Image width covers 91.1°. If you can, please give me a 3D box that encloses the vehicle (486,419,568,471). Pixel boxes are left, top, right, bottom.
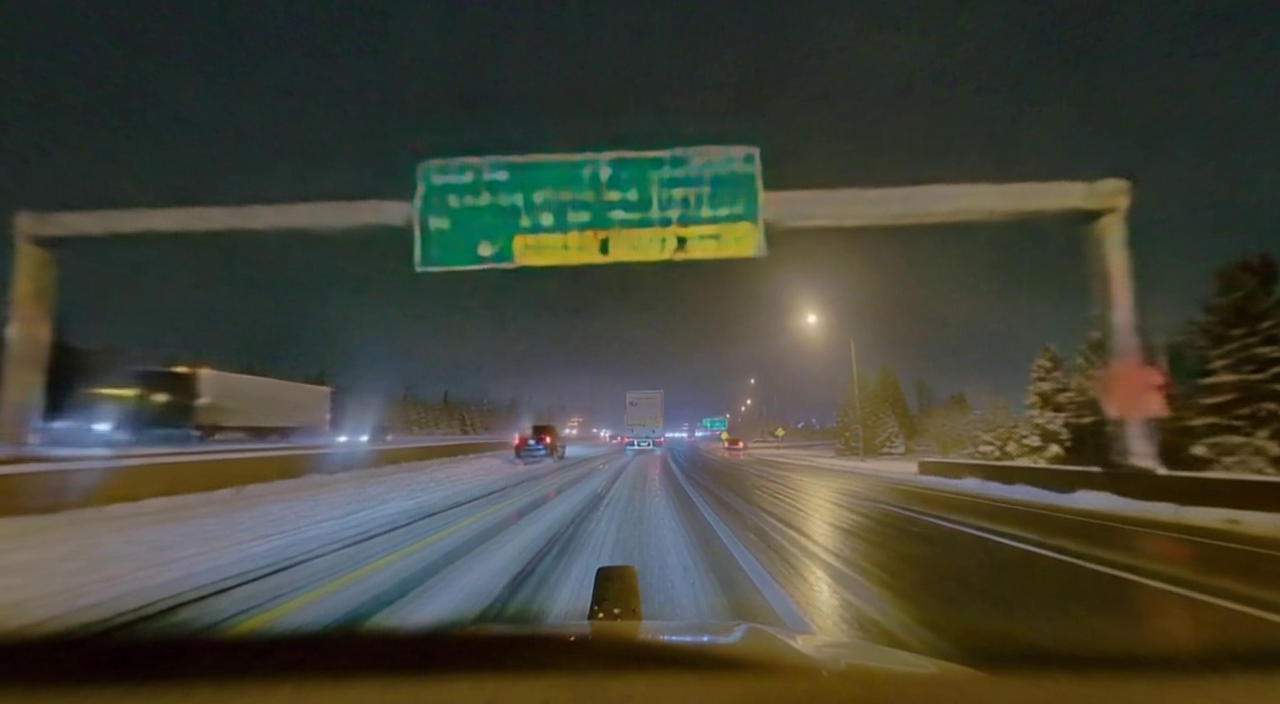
[{"bbox_3d":[-4.185,3.516,24.044,2.119,1.787,4.655,0,-8,2],"label":"vehicle"}]

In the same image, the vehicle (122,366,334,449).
[{"bbox_3d":[-23.861,3.677,38.219,2.960,4.104,14.061,0,-8,2],"label":"vehicle"}]

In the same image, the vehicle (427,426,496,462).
[{"bbox_3d":[-7.887,4.091,28.194,1.845,1.493,3.799,0,-8,2],"label":"vehicle"}]

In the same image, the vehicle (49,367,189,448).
[{"bbox_3d":[-24.128,2.665,29.339,2.853,3.414,3.777,1,-8,5],"label":"vehicle"}]

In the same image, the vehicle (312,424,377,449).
[{"bbox_3d":[-19.355,5.561,41.391,1.893,1.598,4.324,-1,-8,4],"label":"vehicle"}]

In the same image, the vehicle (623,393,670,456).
[{"bbox_3d":[0.501,5.391,46.044,3.024,4.019,10.605,0,-8,1],"label":"vehicle"}]
